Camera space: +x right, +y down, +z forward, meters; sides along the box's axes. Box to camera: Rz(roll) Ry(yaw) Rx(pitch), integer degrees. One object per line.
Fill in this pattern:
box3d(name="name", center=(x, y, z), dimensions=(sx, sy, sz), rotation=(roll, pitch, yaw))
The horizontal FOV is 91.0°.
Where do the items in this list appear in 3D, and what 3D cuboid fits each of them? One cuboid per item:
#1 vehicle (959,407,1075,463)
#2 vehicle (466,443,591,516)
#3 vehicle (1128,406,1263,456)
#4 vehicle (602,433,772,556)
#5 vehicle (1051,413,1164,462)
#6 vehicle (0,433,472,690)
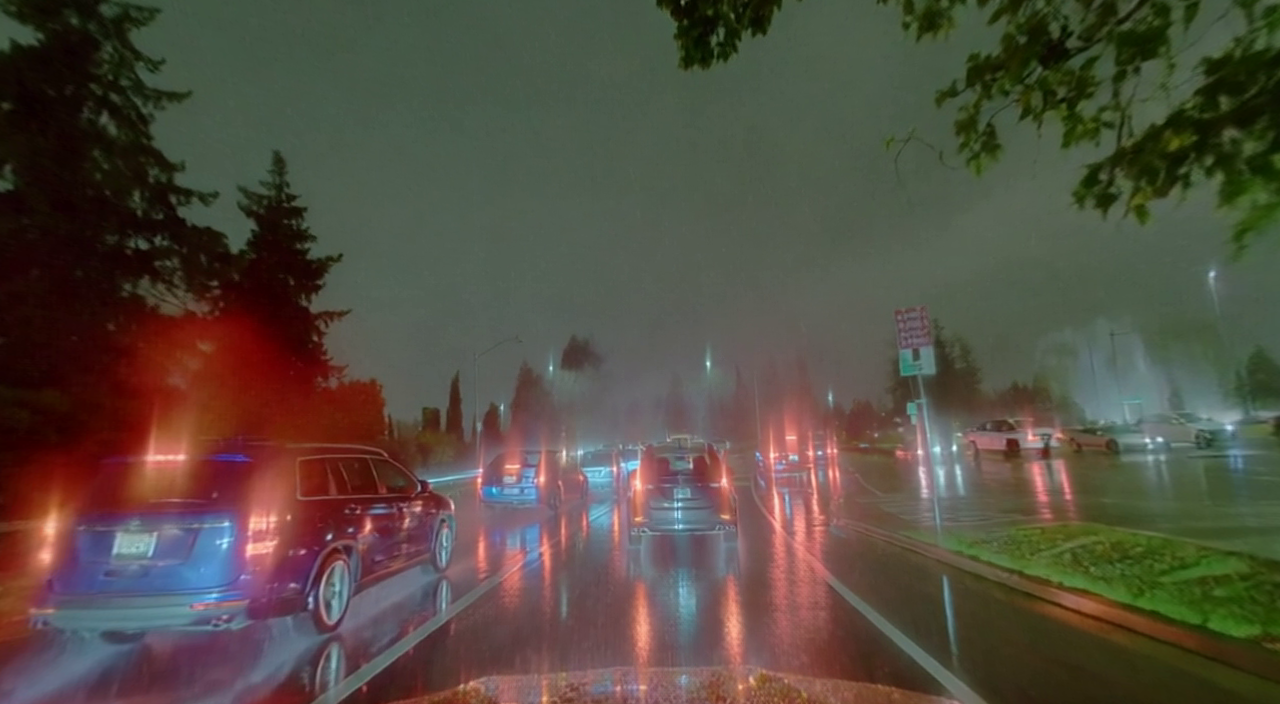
box3d(name="vehicle", center=(14.309, 3.247, 24.282), dimensions=(2.288, 1.933, 4.612), rotation=(-2, -9, 11))
box3d(name="vehicle", center=(-2.532, 3.008, 15.399), dimensions=(1.870, 1.490, 4.187), rotation=(-1, -9, 6))
box3d(name="vehicle", center=(20.301, 2.932, 23.276), dimensions=(1.902, 1.529, 3.937), rotation=(-7, -9, 12))
box3d(name="vehicle", center=(0.737, 2.120, 10.096), dimensions=(2.142, 1.528, 4.133), rotation=(-1, -9, 4))
box3d(name="vehicle", center=(17.578, 3.253, 23.925), dimensions=(1.803, 1.518, 3.893), rotation=(-7, -9, 11))
box3d(name="vehicle", center=(-3.257, 1.577, 5.964), dimensions=(1.940, 1.502, 4.241), rotation=(-1, -9, 3))
